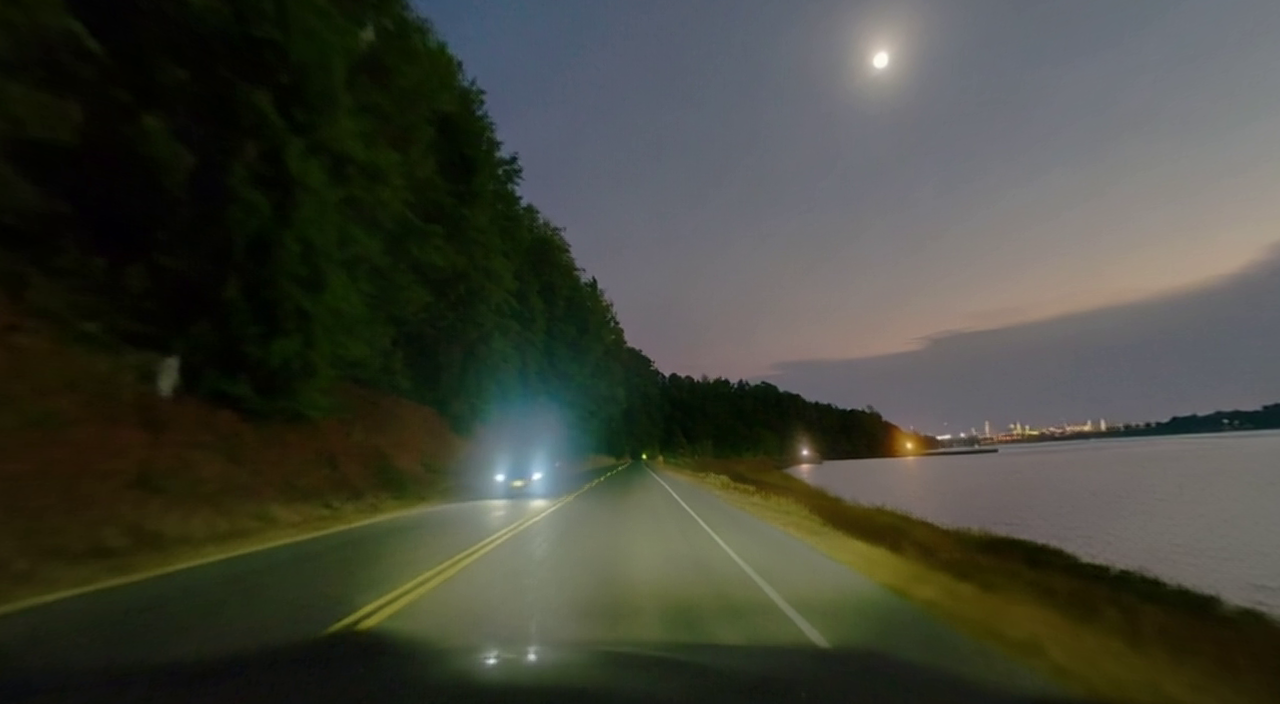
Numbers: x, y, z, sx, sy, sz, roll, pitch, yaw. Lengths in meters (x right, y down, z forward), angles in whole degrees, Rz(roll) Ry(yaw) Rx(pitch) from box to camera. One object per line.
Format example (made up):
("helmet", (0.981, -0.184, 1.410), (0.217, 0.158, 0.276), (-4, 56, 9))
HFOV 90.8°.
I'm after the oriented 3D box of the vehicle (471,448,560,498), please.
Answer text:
("vehicle", (-4.265, 4.217, 22.477), (2.179, 1.579, 4.637), (0, -9, 1))
